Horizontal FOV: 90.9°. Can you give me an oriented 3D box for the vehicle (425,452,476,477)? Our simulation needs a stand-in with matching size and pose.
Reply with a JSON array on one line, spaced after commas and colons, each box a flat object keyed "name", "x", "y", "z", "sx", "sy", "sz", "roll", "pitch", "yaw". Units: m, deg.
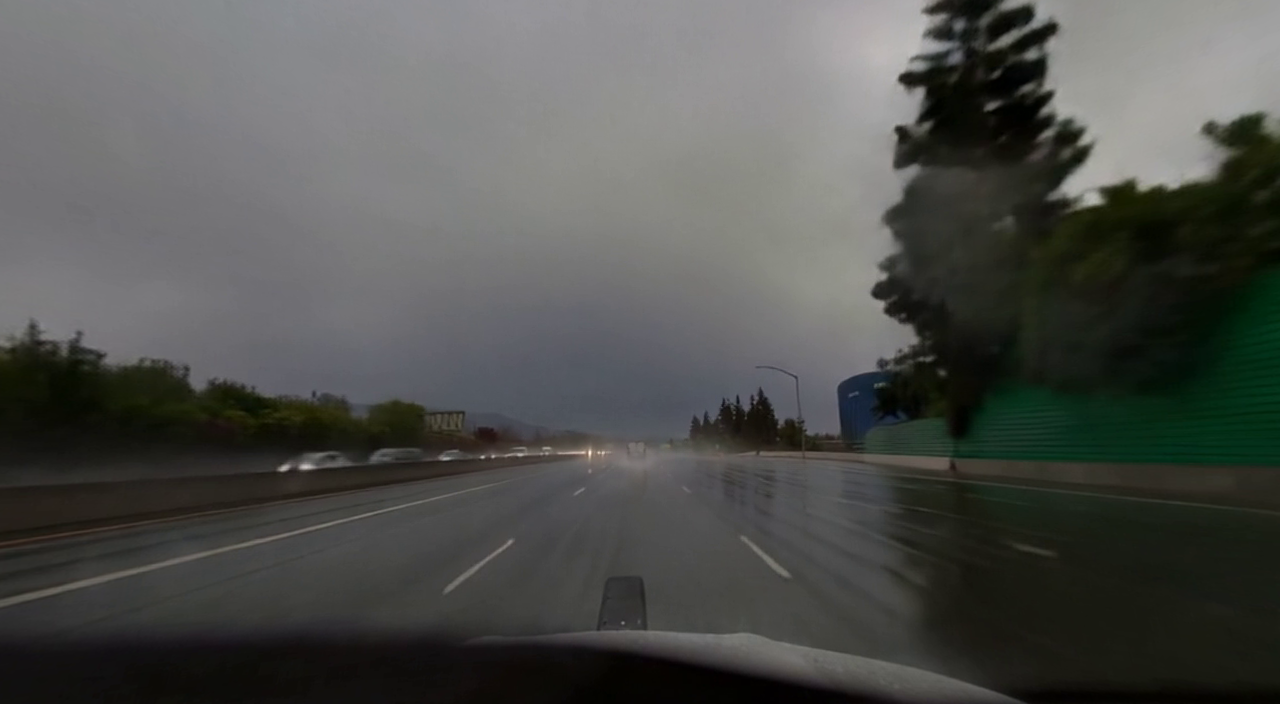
[{"name": "vehicle", "x": -11.569, "y": 6.851, "z": 38.743, "sx": 1.879, "sy": 1.413, "sz": 4.147, "roll": 0, "pitch": -9, "yaw": 0}]

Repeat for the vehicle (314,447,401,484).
[{"name": "vehicle", "x": -11.952, "y": 4.804, "z": 26.959, "sx": 1.852, "sy": 1.455, "sz": 4.006, "roll": 0, "pitch": -9, "yaw": 0}]

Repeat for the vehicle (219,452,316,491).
[{"name": "vehicle", "x": -16.132, "y": 5.178, "z": 27.533, "sx": 1.812, "sy": 1.528, "sz": 3.947, "roll": 0, "pitch": -9, "yaw": 0}]
